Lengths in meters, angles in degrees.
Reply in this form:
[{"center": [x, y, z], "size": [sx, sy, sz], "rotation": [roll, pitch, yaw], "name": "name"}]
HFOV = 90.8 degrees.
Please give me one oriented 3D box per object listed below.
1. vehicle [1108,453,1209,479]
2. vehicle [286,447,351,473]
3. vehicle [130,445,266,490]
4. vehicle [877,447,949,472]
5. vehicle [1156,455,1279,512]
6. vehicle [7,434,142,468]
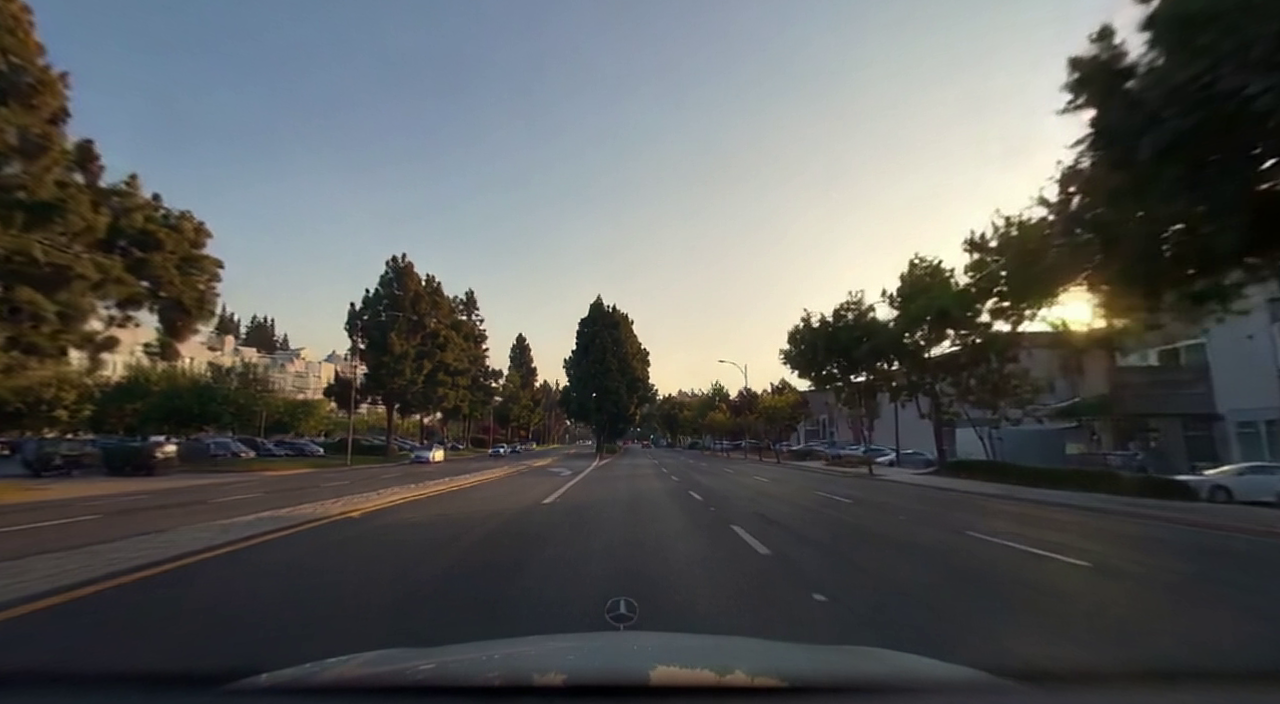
[{"center": [32.114, 7.055, 39.224], "size": [4.463, 1.490, 1.981], "rotation": [-1, -8, 2], "name": "vehicle"}, {"center": [-19.942, 6.697, 39.395], "size": [1.787, 1.437, 4.414], "rotation": [0, -8, -1], "name": "vehicle"}, {"center": [-16.160, 4.218, 23.448], "size": [1.876, 1.460, 4.433], "rotation": [0, -8, -1], "name": "vehicle"}, {"center": [20.485, 7.994, 47.430], "size": [4.573, 1.747, 2.191], "rotation": [-5, -10, 33], "name": "vehicle"}, {"center": [19.513, 4.133, 20.091], "size": [4.427, 1.640, 2.085], "rotation": [0, -8, -3], "name": "vehicle"}, {"center": [-30.888, 5.413, 34.748], "size": [5.107, 1.753, 1.963], "rotation": [4, -9, -28], "name": "vehicle"}]
